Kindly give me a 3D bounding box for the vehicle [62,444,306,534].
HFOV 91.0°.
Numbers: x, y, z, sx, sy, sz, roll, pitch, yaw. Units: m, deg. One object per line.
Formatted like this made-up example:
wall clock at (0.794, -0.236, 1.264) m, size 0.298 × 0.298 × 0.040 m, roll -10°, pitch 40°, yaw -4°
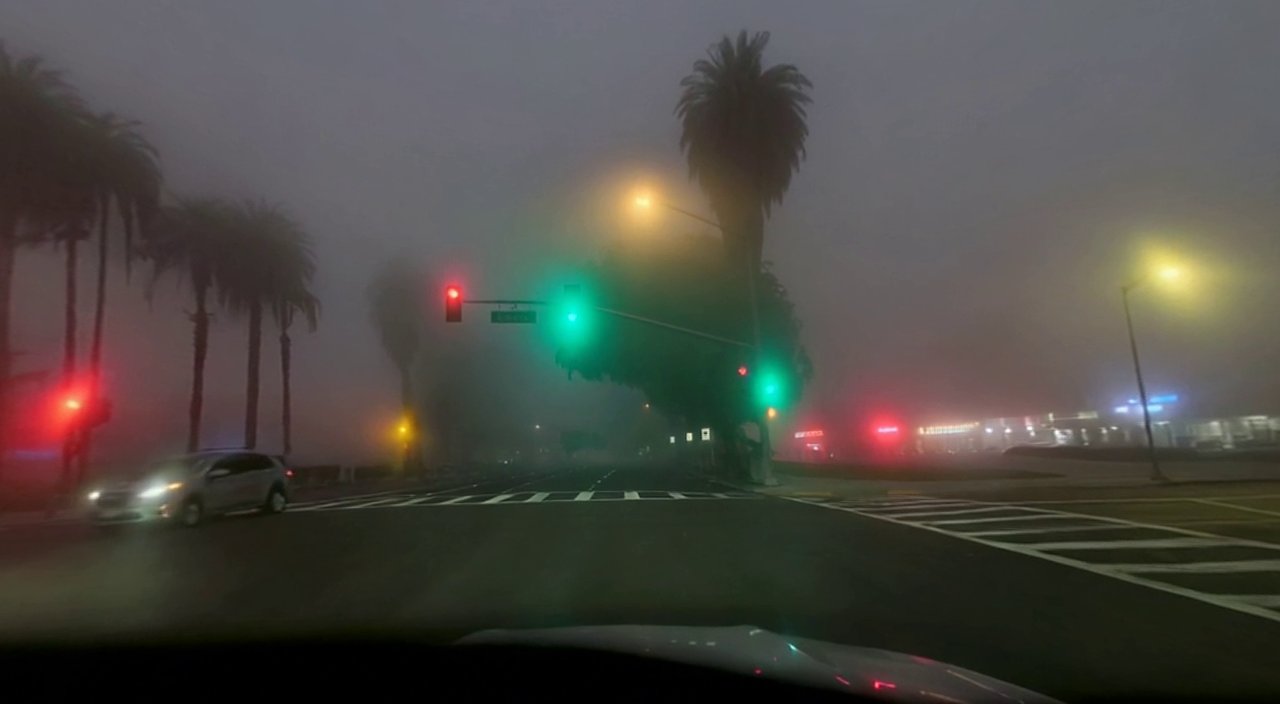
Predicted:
vehicle at (-10.706, 3.194, 15.449) m, size 2.270 × 1.833 × 4.860 m, roll 0°, pitch -9°, yaw 1°
